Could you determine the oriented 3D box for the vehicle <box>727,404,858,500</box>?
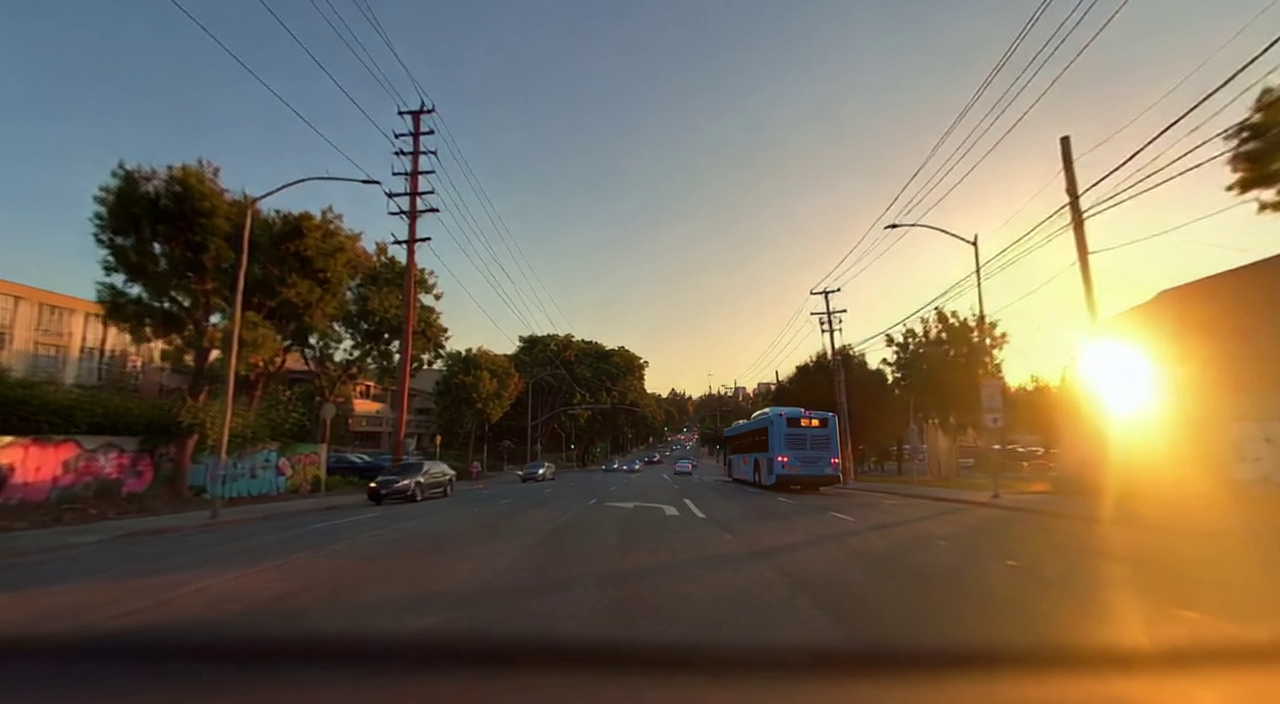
[{"bbox_3d":[6.409,4.573,29.312,3.045,3.447,12.604,0,-9,1],"label":"vehicle"}]

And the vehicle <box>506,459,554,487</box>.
[{"bbox_3d":[-7.393,8.172,42.818,2.017,1.659,4.405,-1,-9,7],"label":"vehicle"}]

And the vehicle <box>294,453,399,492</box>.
[{"bbox_3d":[-15.632,6.417,33.969,4.719,1.903,2.051,2,-9,-13],"label":"vehicle"}]

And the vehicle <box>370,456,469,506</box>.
[{"bbox_3d":[-8.476,4.988,24.807,2.011,1.672,4.637,-1,-9,3],"label":"vehicle"}]

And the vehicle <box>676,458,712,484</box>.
[{"bbox_3d":[3.473,7.755,41.380,1.961,1.470,4.196,0,-9,0],"label":"vehicle"}]
